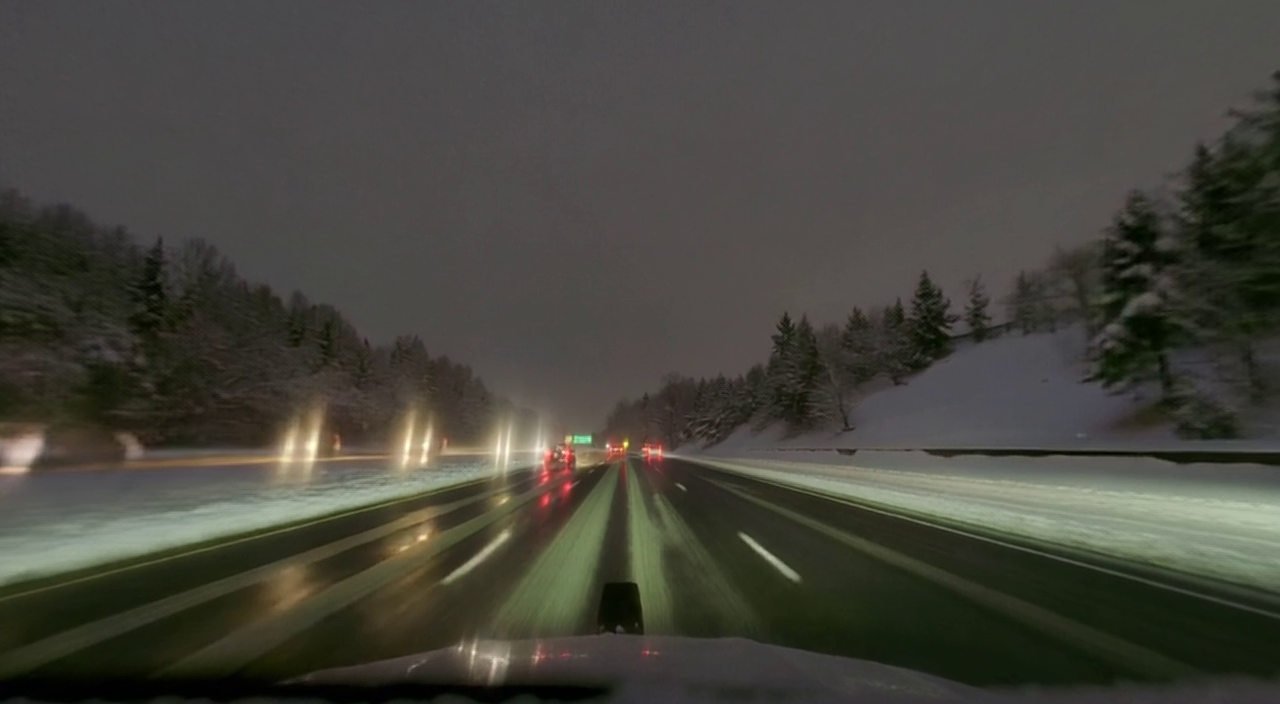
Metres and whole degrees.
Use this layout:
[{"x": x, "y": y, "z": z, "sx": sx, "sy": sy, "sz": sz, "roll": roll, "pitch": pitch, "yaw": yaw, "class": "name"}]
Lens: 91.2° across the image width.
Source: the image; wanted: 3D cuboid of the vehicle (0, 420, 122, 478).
[{"x": -17.505, "y": 2.805, "z": 18.125, "sx": 1.759, "sy": 1.489, "sz": 3.855, "roll": 0, "pitch": -9, "yaw": -1, "class": "vehicle"}]

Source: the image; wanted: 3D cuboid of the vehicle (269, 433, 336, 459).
[{"x": -21.687, "y": 6.107, "z": 40.497, "sx": 1.872, "sy": 1.579, "sz": 4.500, "roll": 0, "pitch": -9, "yaw": -1, "class": "vehicle"}]

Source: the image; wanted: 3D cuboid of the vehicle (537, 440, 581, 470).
[{"x": -4.613, "y": 5.906, "z": 36.178, "sx": 2.071, "sy": 1.615, "sz": 3.868, "roll": 0, "pitch": -9, "yaw": -1, "class": "vehicle"}]

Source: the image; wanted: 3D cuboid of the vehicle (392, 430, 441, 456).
[{"x": -17.595, "y": 7.254, "z": 49.637, "sx": 2.070, "sy": 1.906, "sz": 5.188, "roll": 0, "pitch": -9, "yaw": -1, "class": "vehicle"}]
